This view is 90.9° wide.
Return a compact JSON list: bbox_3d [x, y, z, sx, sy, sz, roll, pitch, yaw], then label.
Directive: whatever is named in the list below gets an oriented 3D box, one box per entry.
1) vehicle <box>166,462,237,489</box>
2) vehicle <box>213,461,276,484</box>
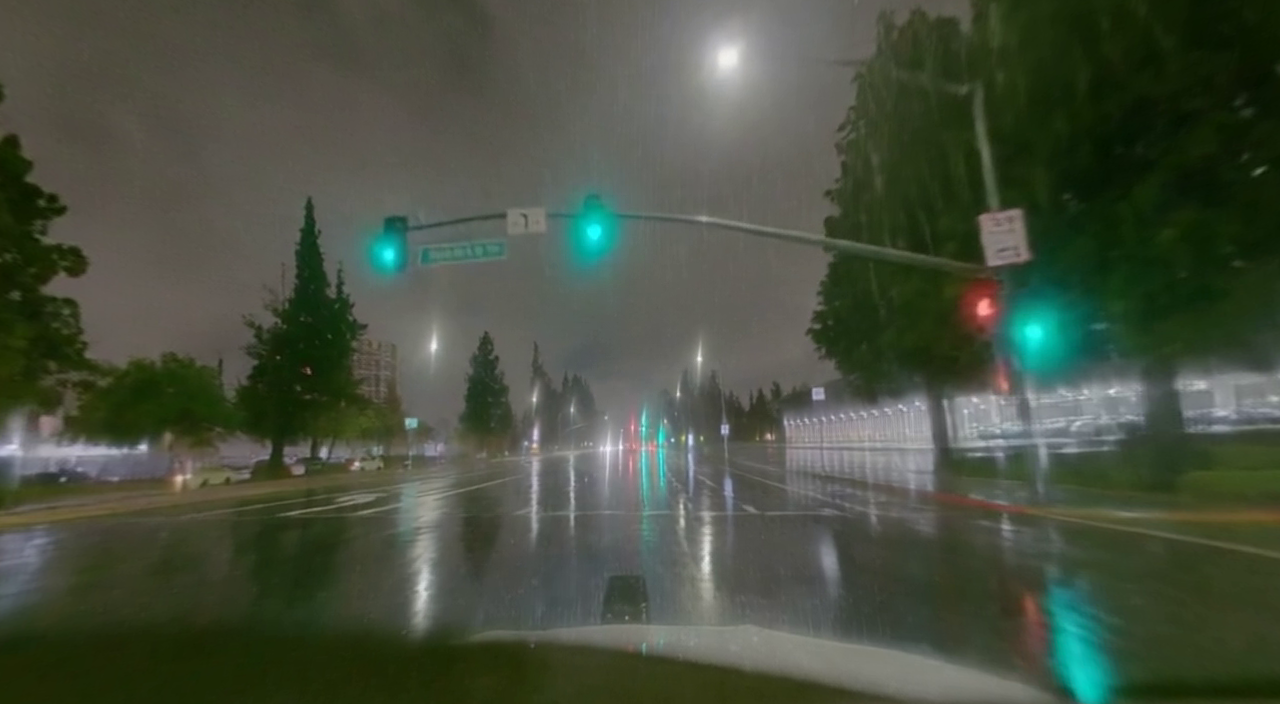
[{"bbox_3d":[-29.538,8.311,42.631,1.807,1.534,4.156,0,-8,0],"label":"vehicle"},{"bbox_3d":[-29.564,9.006,47.225,1.815,1.531,4.544,0,-8,-1],"label":"vehicle"}]
